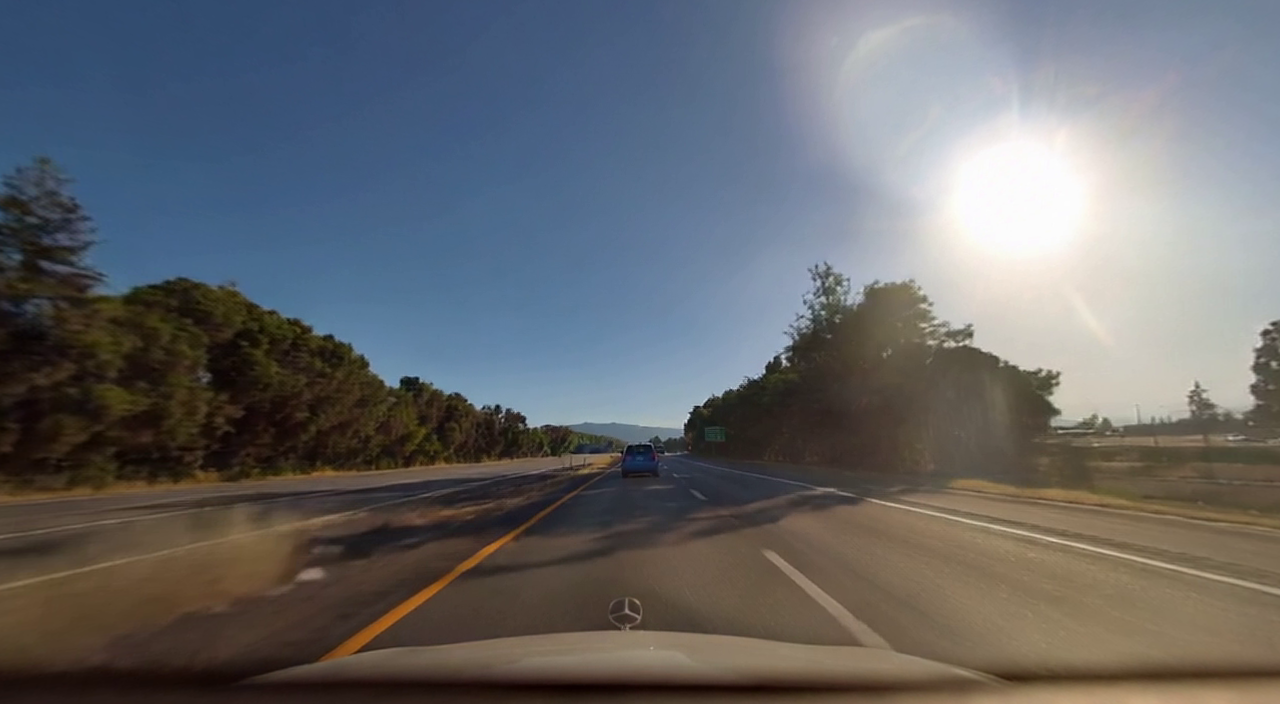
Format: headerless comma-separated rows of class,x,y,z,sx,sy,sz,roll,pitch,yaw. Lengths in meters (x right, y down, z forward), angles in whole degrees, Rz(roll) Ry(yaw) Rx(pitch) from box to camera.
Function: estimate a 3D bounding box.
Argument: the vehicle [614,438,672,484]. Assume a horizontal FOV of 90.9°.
vehicle,0.139,4.498,26.119,2.190,1.706,4.062,-1,-9,1
